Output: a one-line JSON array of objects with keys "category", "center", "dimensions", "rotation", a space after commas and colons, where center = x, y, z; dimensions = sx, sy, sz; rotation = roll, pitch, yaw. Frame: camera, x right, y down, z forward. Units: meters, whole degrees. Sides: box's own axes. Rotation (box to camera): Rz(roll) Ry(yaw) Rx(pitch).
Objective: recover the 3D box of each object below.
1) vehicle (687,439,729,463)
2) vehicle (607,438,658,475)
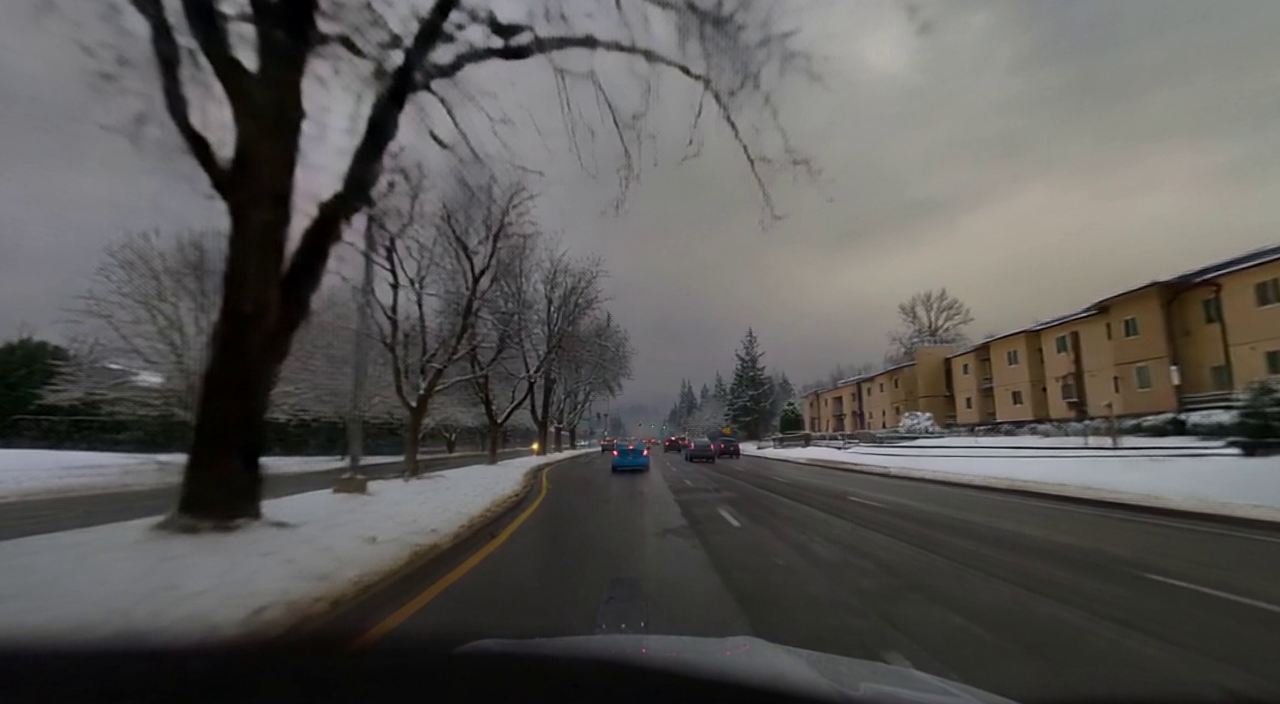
[{"category": "vehicle", "center": [4.451, 6.570, 41.872], "dimensions": [2.067, 1.514, 4.188], "rotation": [0, -8, -3]}, {"category": "vehicle", "center": [-0.318, 4.588, 27.930], "dimensions": [2.102, 1.481, 3.907], "rotation": [0, -8, 0]}]
